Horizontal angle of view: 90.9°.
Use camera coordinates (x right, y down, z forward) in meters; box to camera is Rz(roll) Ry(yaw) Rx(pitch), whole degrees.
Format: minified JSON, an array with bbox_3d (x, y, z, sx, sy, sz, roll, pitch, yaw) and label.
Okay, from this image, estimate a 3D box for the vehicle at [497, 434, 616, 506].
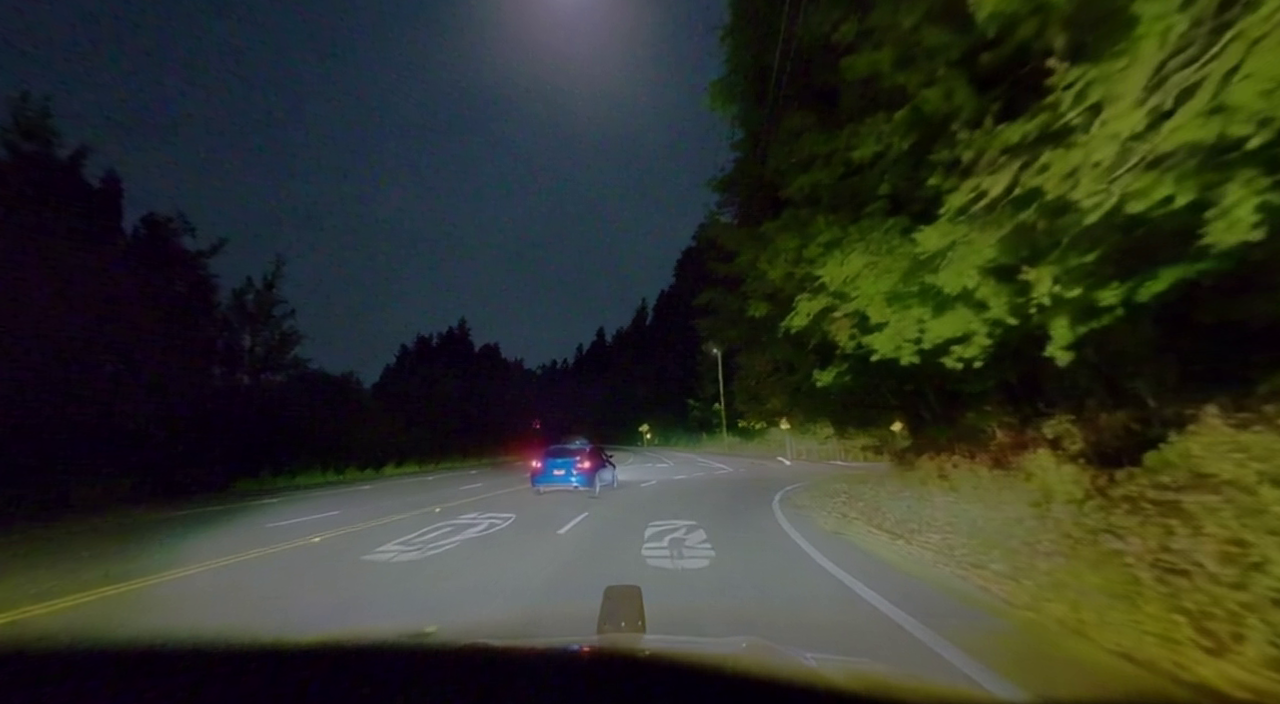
[{"bbox_3d":[-1.972,2.987,16.259,2.078,1.607,3.959,-1,-9,7],"label":"vehicle"}]
